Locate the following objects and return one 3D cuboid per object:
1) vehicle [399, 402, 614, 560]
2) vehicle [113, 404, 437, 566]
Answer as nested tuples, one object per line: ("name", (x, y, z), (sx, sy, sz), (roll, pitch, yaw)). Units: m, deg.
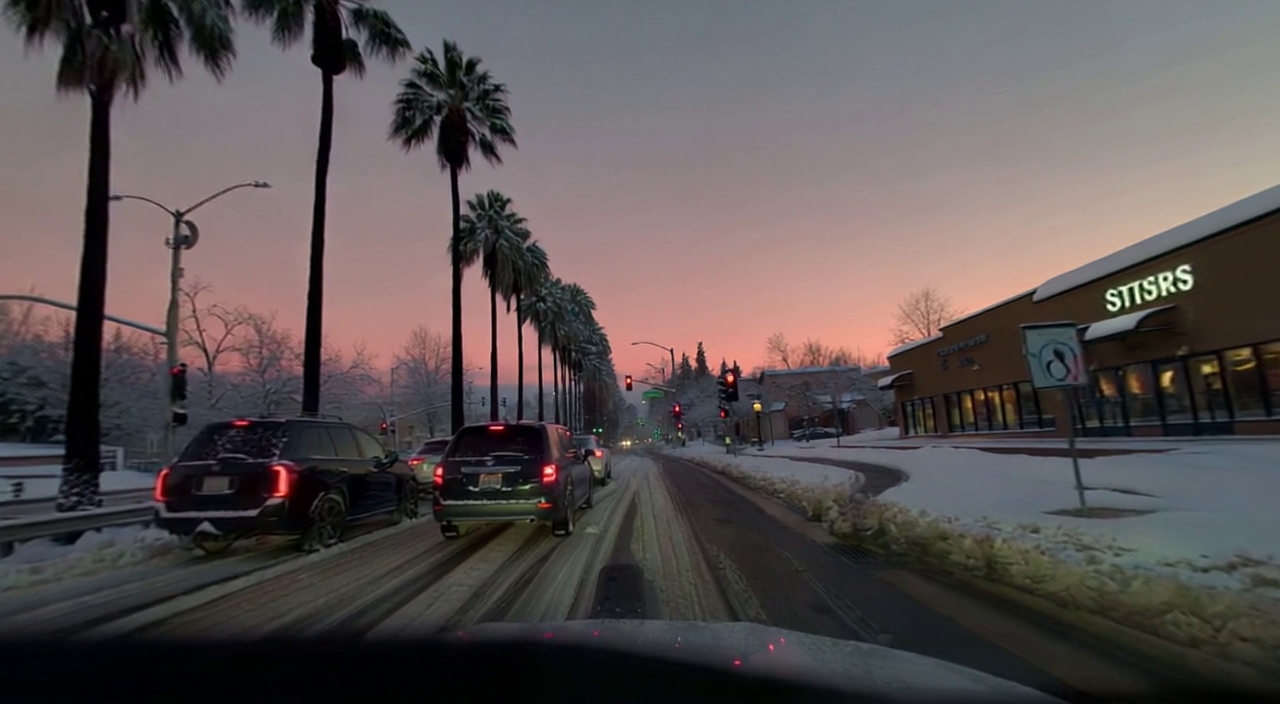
("vehicle", (-1.590, 1.783, 9.336), (2.153, 1.759, 4.320), (0, -9, 1))
("vehicle", (-5.023, 1.903, 9.792), (2.025, 1.862, 4.804), (0, -9, 2))
